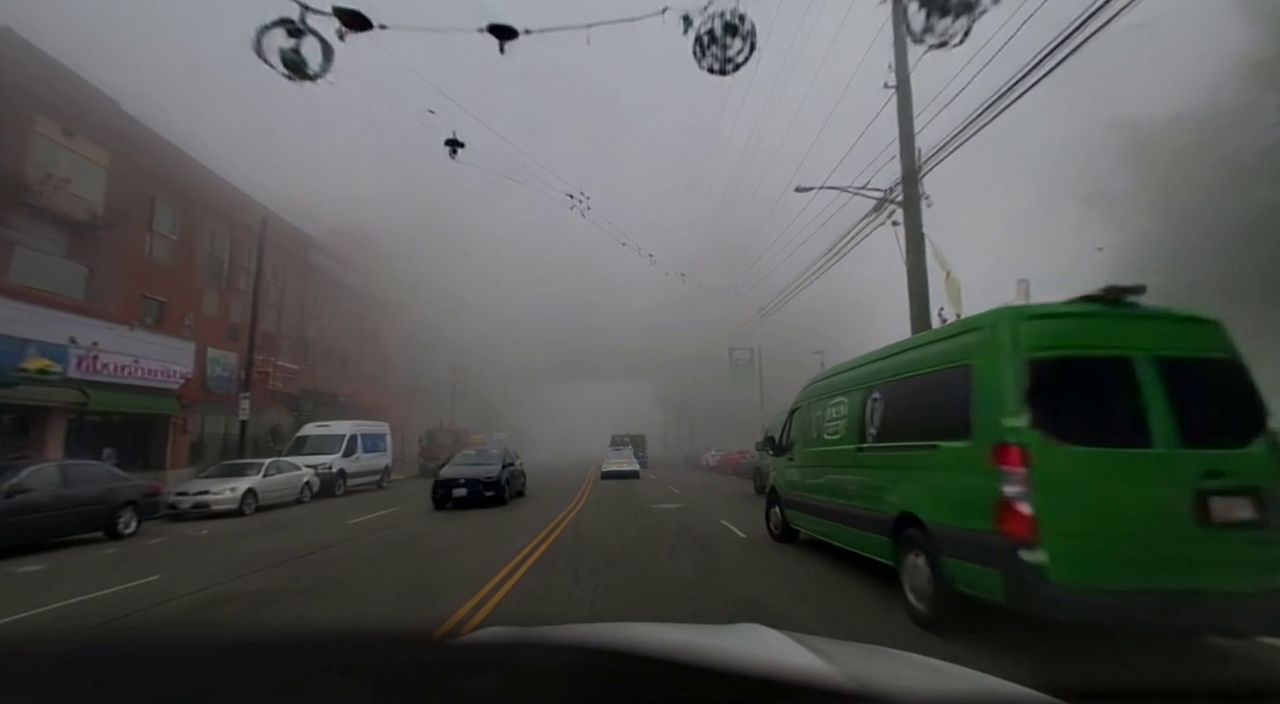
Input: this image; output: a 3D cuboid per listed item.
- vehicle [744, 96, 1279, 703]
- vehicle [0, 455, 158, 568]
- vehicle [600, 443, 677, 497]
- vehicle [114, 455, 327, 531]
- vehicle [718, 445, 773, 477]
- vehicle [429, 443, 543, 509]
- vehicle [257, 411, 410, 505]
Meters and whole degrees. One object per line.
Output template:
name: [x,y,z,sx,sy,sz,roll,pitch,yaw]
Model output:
vehicle: [2.929,0.807,6.111,2.419,2.927,6.907,0,-9,-2]
vehicle: [-9.795,2.310,9.322,1.848,1.517,4.452,0,-9,-1]
vehicle: [-0.081,3.561,19.474,2.112,1.464,4.411,0,-9,-1]
vehicle: [-9.763,3.275,15.330,2.063,1.481,4.722,0,-9,-2]
vehicle: [5.292,5.540,32.234,1.943,1.507,3.816,0,-9,-3]
vehicle: [-3.815,3.137,16.499,1.974,1.484,4.400,0,-9,-2]
vehicle: [-10.056,3.529,21.480,2.398,2.723,5.816,0,-9,-2]
